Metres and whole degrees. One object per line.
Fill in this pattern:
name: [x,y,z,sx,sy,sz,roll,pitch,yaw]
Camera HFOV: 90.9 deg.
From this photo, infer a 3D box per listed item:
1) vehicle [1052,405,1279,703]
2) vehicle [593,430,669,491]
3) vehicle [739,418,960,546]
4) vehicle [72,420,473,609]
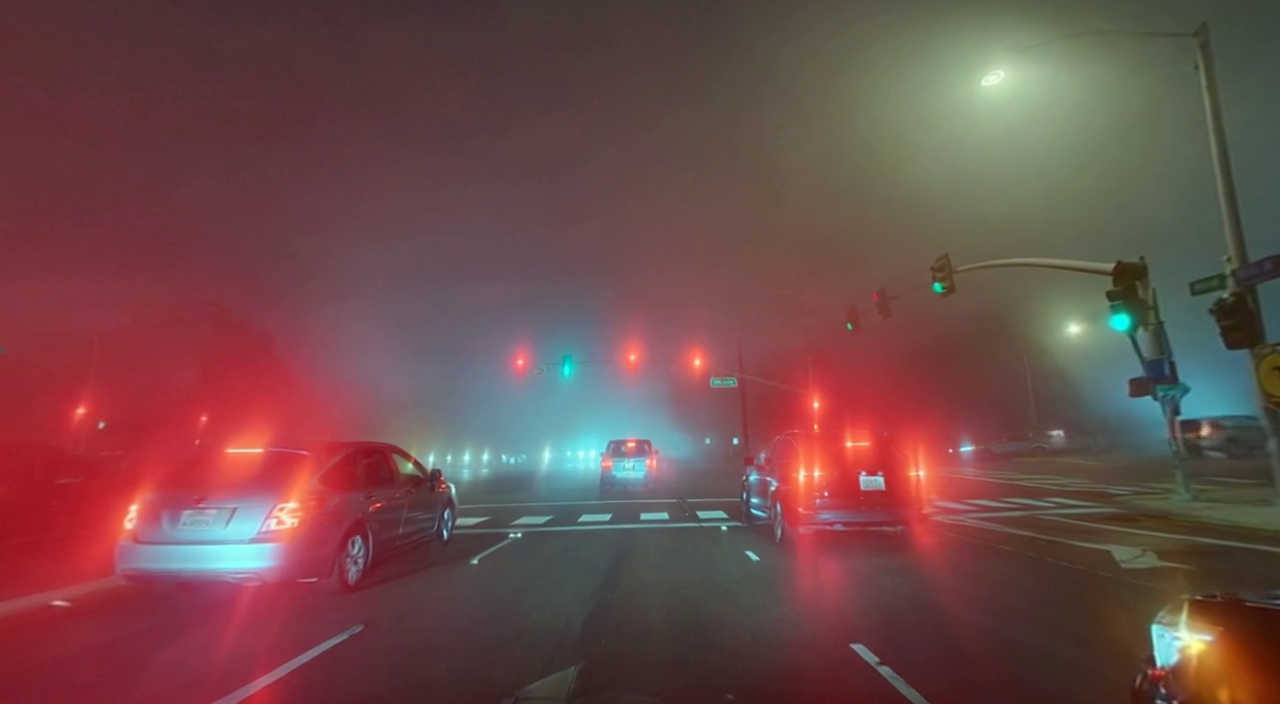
vehicle: [3.180,0.763,1.113,1.960,1.460,4.233,0,-8,-1]
vehicle: [-0.244,3.466,20.405,2.215,1.749,3.976,0,-8,1]
vehicle: [3.201,2.089,10.829,2.097,1.707,4.461,0,-8,-2]
vehicle: [-3.527,1.621,7.290,1.941,1.492,4.399,0,-8,1]
